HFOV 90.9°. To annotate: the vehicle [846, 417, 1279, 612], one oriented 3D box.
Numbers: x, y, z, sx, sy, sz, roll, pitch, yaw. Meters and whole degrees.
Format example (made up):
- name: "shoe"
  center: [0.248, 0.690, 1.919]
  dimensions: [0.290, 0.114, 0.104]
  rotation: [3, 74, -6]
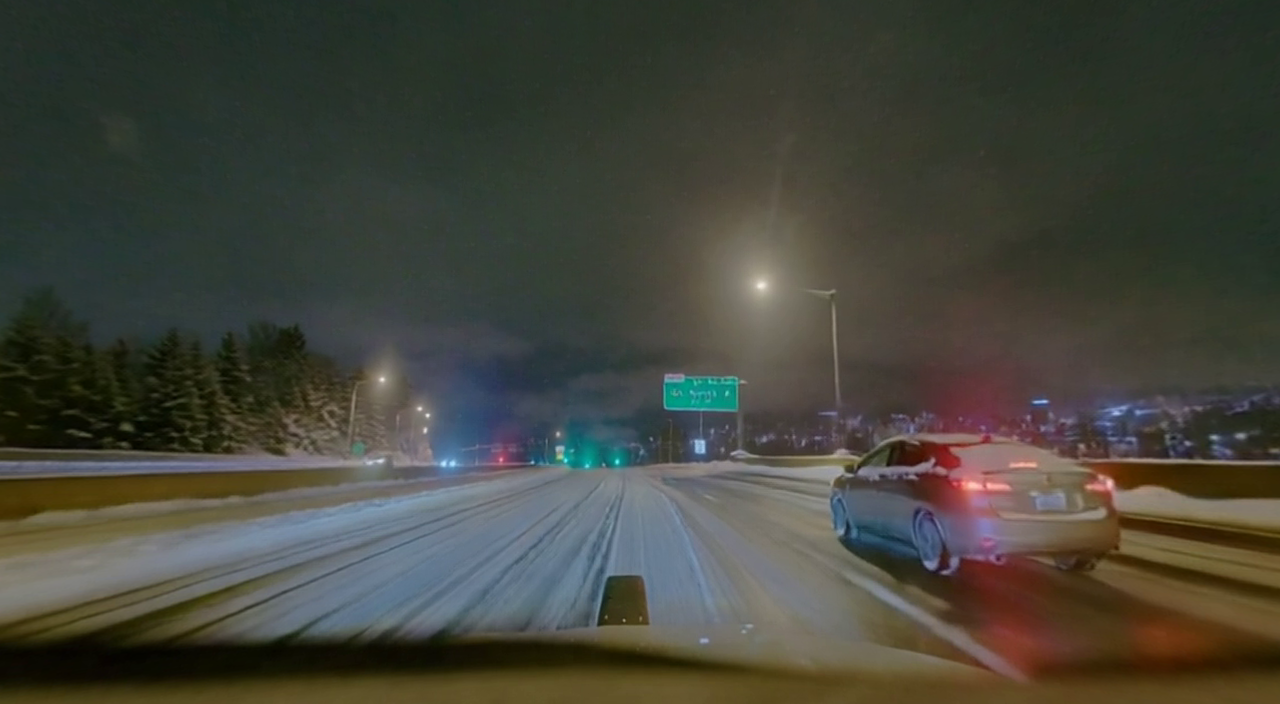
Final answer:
- name: "vehicle"
  center: [4.314, 1.692, 7.552]
  dimensions: [2.104, 1.575, 4.698]
  rotation: [0, -9, 0]
